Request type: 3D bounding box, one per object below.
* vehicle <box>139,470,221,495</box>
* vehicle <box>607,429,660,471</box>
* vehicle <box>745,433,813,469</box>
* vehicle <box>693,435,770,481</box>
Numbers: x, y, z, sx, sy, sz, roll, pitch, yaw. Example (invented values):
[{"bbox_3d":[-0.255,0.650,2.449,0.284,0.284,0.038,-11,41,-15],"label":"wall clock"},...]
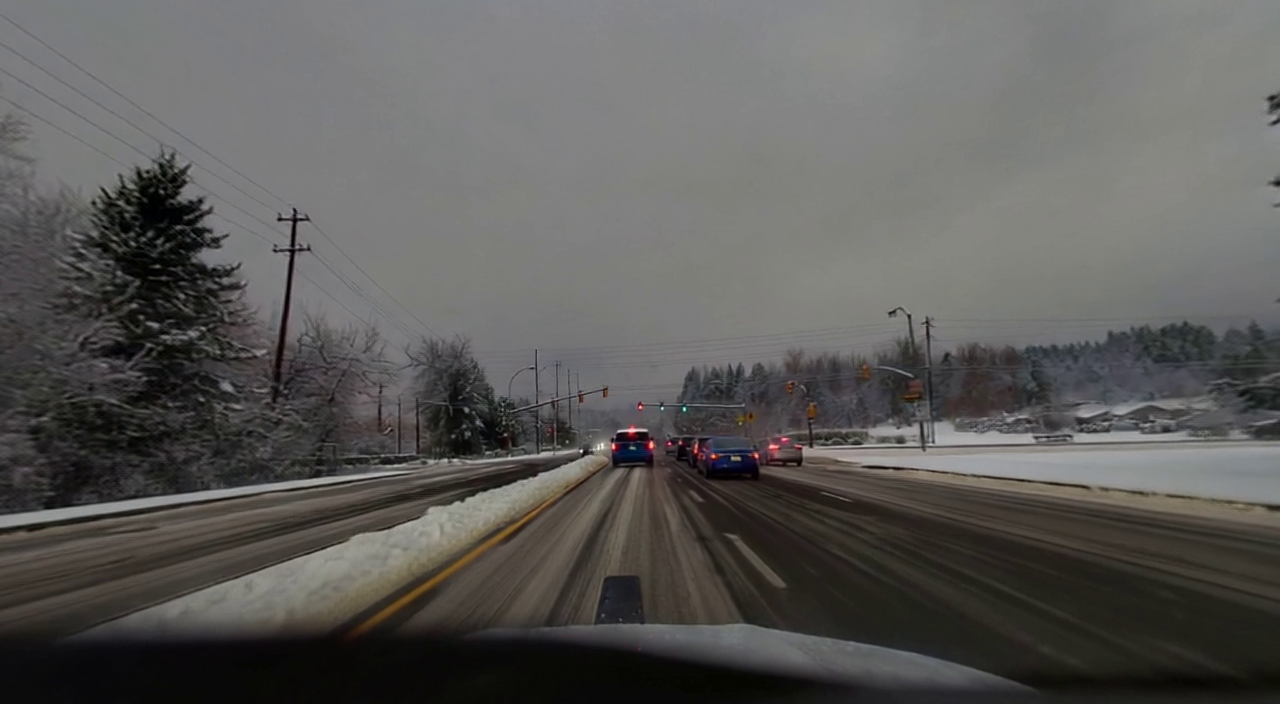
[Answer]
[{"bbox_3d":[-33.465,9.513,46.029,4.224,1.614,2.123,0,-9,-3],"label":"vehicle"},{"bbox_3d":[-0.325,4.602,29.684,2.300,1.821,4.254,0,-9,-1],"label":"vehicle"},{"bbox_3d":[6.774,4.886,31.286,2.198,1.678,4.419,0,-9,-2],"label":"vehicle"},{"bbox_3d":[3.159,3.780,22.784,1.984,1.462,4.513,0,-9,-1],"label":"vehicle"}]
